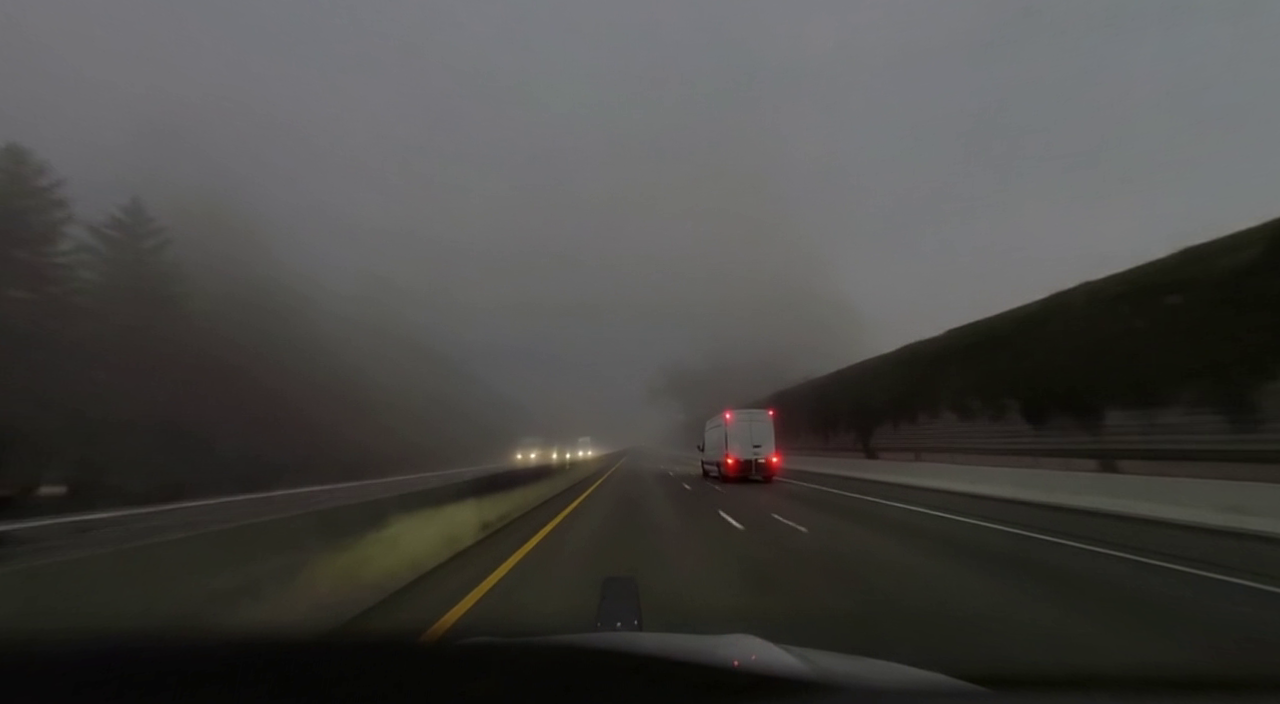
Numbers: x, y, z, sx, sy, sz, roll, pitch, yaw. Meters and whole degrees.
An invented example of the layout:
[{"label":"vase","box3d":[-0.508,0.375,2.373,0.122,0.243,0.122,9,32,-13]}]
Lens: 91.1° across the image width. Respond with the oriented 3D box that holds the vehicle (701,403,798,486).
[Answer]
[{"label":"vehicle","box3d":[4.042,3.668,24.827,2.449,2.805,6.763,0,-9,-1]}]
